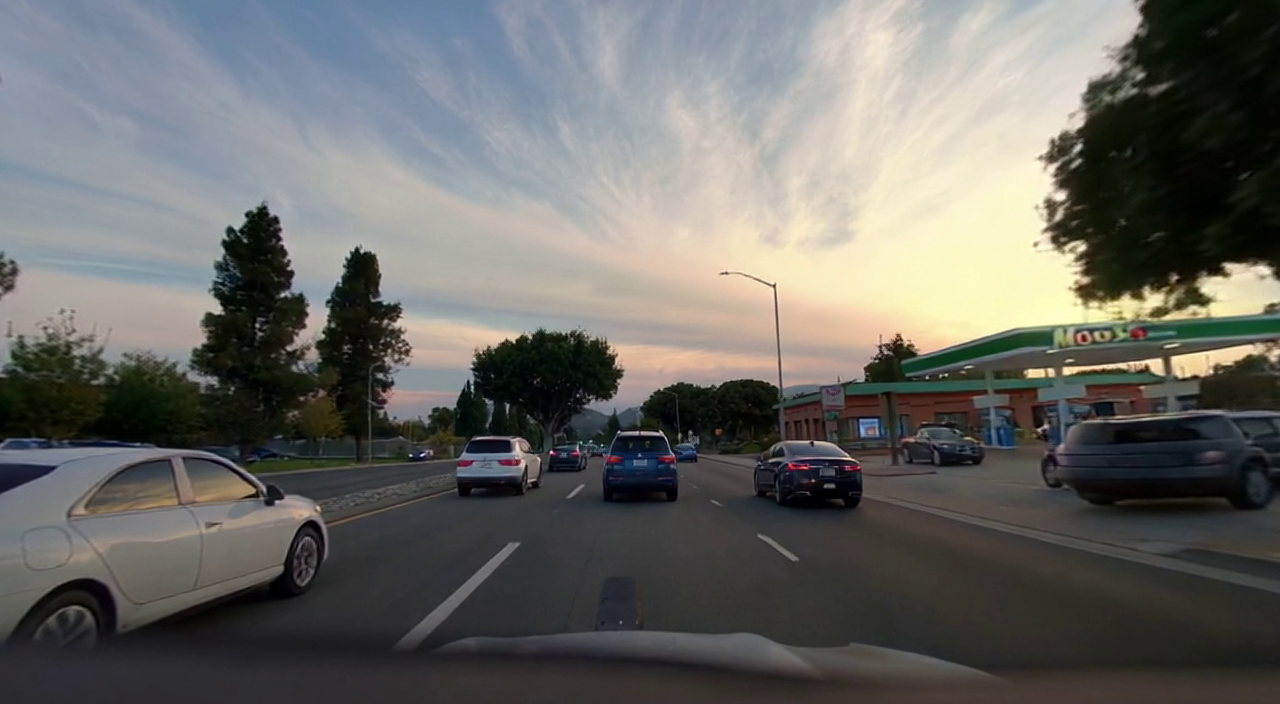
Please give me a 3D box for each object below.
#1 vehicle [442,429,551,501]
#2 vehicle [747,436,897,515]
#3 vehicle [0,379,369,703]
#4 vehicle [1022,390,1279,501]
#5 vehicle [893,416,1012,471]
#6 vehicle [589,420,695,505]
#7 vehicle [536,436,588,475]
[{"bbox_3d":[-3.705,2.982,17.095,1.932,1.695,4.150,0,-8,1],"label":"vehicle"},{"bbox_3d":[3.779,2.635,14.089,1.888,1.456,4.589,0,-8,-2],"label":"vehicle"},{"bbox_3d":[-3.607,1.136,4.173,1.864,1.574,4.031,0,-8,-1],"label":"vehicle"},{"bbox_3d":[11.659,1.932,13.046,5.966,1.991,2.353,-9,-11,40],"label":"vehicle"},{"bbox_3d":[11.902,3.553,24.484,2.102,1.887,4.673,0,-8,-1],"label":"vehicle"},{"bbox_3d":[0.021,2.689,15.758,2.279,1.803,4.254,0,-8,0],"label":"vehicle"},{"bbox_3d":[-3.597,4.846,29.804,1.871,1.673,3.920,0,-8,1],"label":"vehicle"}]
